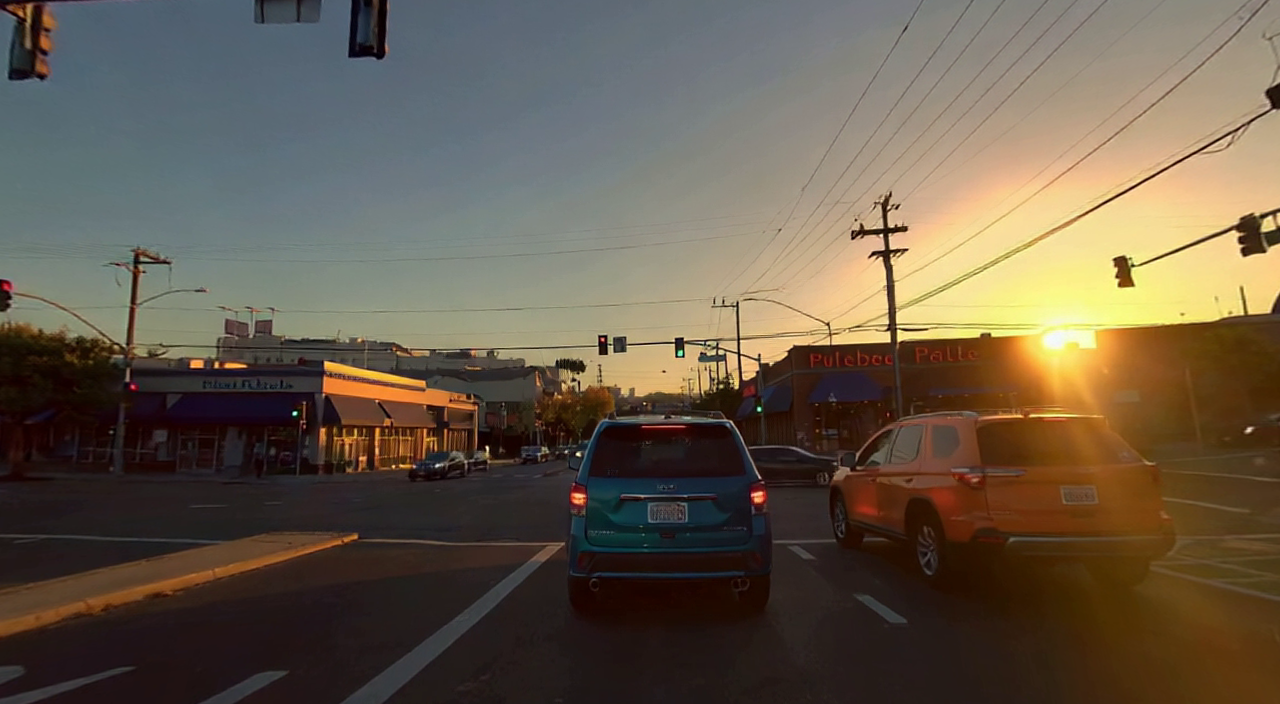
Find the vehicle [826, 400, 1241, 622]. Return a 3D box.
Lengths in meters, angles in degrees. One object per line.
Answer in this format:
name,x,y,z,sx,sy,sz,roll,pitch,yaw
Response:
vehicle,3.613,1.518,6.967,1.976,1.664,4.189,-1,-8,2

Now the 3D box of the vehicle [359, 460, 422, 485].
vehicle,-16.271,7.835,41.351,1.872,1.433,4.404,-1,-8,7

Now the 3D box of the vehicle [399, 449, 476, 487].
vehicle,-10.051,5.761,31.718,2.023,1.713,4.451,-1,-8,5

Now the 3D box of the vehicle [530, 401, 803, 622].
vehicle,0.251,1.513,6.844,2.098,1.682,3.778,0,-8,2
